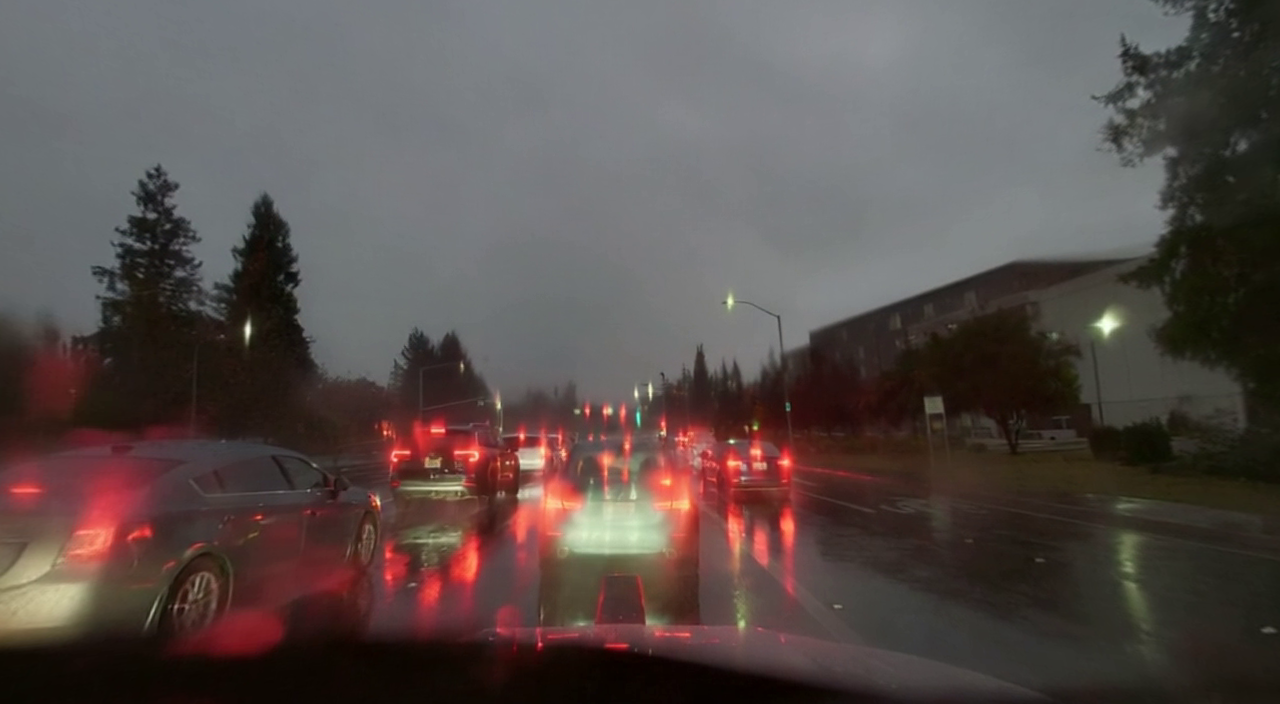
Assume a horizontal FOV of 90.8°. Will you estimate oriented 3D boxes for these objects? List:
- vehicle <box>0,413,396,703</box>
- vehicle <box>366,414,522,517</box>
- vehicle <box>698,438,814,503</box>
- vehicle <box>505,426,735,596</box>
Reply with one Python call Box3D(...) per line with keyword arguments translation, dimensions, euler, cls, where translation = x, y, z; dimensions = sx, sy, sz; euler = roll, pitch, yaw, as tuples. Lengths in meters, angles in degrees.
Box3D(translation=(-3.856, 1.364, 5.264), dimensions=(1.985, 1.467, 4.224), euler=(0, -9, -1), cls="vehicle")
Box3D(translation=(-4.030, 2.420, 13.905), dimensions=(2.054, 1.881, 4.469), euler=(0, -8, -1), cls="vehicle")
Box3D(translation=(2.813, 2.994, 16.426), dimensions=(1.978, 1.452, 4.381), euler=(0, -8, -3), cls="vehicle")
Box3D(translation=(-0.228, 1.701, 7.634), dimensions=(2.007, 1.467, 4.059), euler=(0, -8, -2), cls="vehicle")
